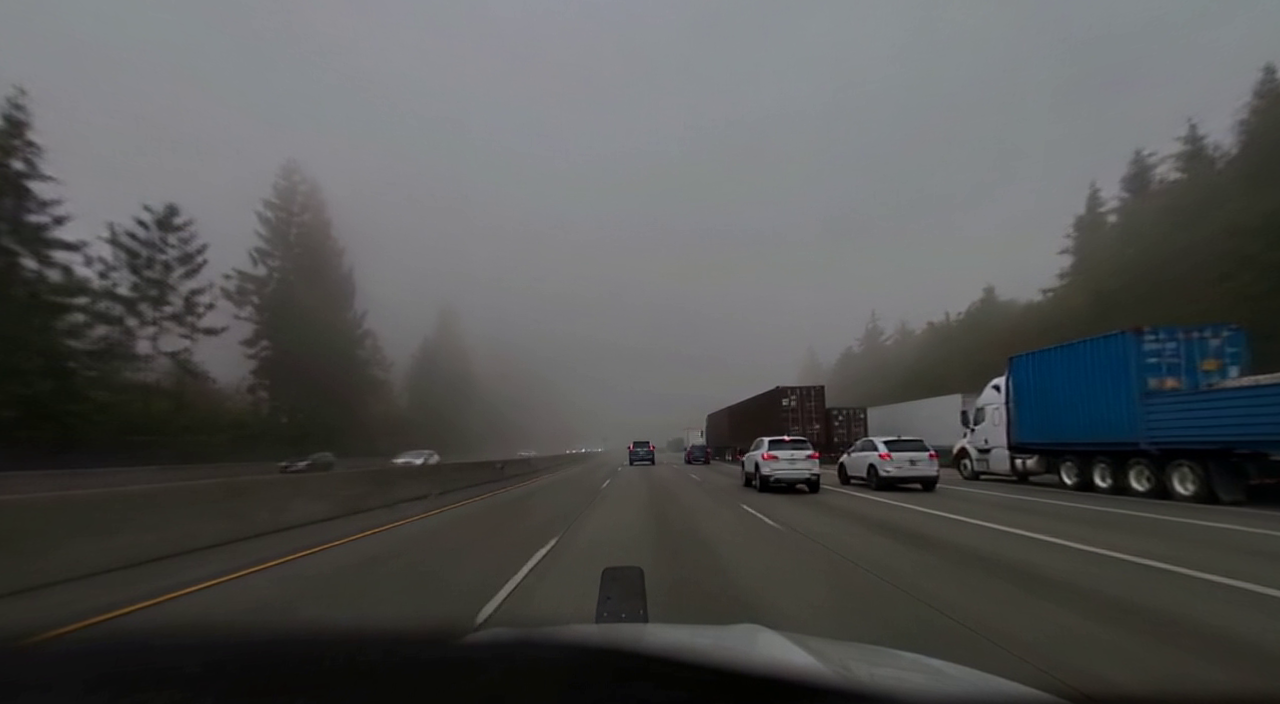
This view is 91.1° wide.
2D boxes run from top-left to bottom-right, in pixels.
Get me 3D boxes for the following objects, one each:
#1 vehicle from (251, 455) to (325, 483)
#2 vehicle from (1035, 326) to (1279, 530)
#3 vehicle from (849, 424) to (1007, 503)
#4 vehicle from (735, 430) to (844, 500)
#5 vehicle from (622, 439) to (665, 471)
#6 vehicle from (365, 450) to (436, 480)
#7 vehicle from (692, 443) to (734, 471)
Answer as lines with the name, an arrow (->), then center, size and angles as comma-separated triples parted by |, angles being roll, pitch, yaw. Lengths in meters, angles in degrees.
vehicle -> -21.073, 7.009, 37.825 | 1.846, 1.475, 4.384 | 0, -8, 1
vehicle -> 11.616, 1.364, 11.066 | 2.786, 3.226, 9.750 | 0, -8, -1
vehicle -> 7.535, 2.948, 17.073 | 1.985, 1.835, 4.681 | 0, -8, -1
vehicle -> 4.005, 3.087, 17.595 | 1.972, 1.693, 4.139 | 0, -8, -1
vehicle -> 0.225, 5.933, 36.326 | 2.313, 1.736, 4.215 | 0, -8, 1
vehicle -> -13.056, 6.170, 34.521 | 1.920, 1.481, 4.706 | 0, -8, 2
vehicle -> 4.074, 5.941, 35.750 | 1.888, 1.501, 4.608 | 0, -8, 0
